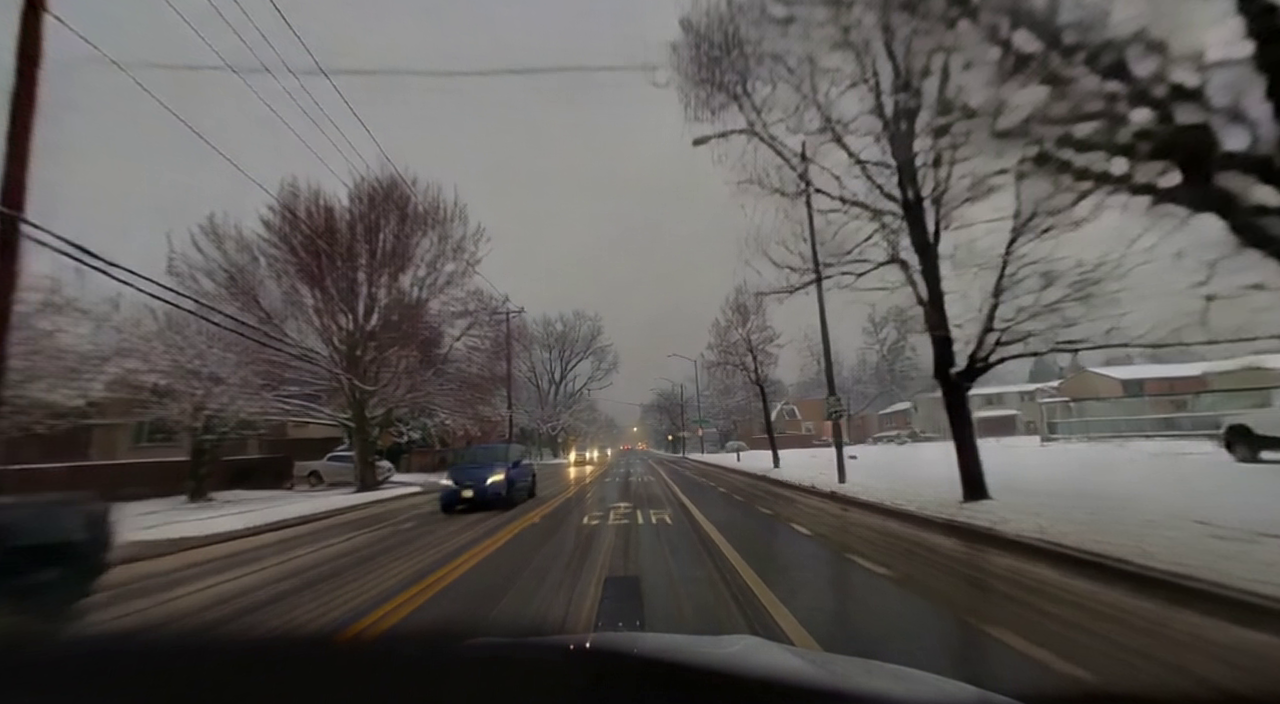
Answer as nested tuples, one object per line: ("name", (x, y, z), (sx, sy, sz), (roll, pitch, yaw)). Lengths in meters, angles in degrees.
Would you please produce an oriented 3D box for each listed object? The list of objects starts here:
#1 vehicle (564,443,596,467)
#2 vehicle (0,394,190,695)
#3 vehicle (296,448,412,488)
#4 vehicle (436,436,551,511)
("vehicle", (-4.601, 7.981, 49.078), (2.055, 1.757, 4.494), (0, -8, -1))
("vehicle", (-4.989, 1.042, 2.810), (2.059, 1.840, 5.317), (0, -8, 0))
("vehicle", (-13.936, 5.673, 31.077), (4.607, 1.772, 2.261), (0, -8, -1))
("vehicle", (-3.675, 3.108, 16.761), (2.090, 1.689, 4.232), (0, -8, -1))
